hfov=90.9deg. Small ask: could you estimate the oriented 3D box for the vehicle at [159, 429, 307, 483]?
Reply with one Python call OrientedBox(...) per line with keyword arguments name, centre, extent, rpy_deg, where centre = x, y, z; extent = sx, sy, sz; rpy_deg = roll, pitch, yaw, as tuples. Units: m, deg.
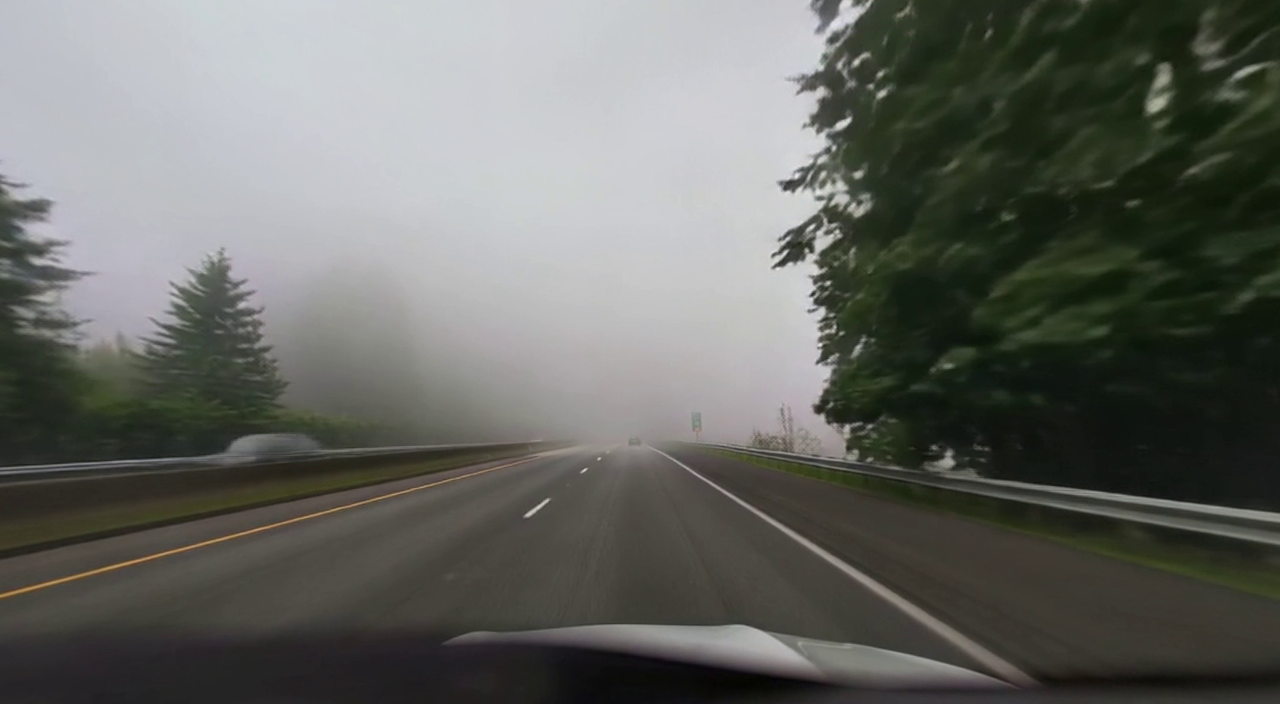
OrientedBox(name="vehicle", centre=(-12.866, 3.277, 20.320), extent=(1.875, 1.534, 4.410), rpy_deg=(0, -8, -1))
